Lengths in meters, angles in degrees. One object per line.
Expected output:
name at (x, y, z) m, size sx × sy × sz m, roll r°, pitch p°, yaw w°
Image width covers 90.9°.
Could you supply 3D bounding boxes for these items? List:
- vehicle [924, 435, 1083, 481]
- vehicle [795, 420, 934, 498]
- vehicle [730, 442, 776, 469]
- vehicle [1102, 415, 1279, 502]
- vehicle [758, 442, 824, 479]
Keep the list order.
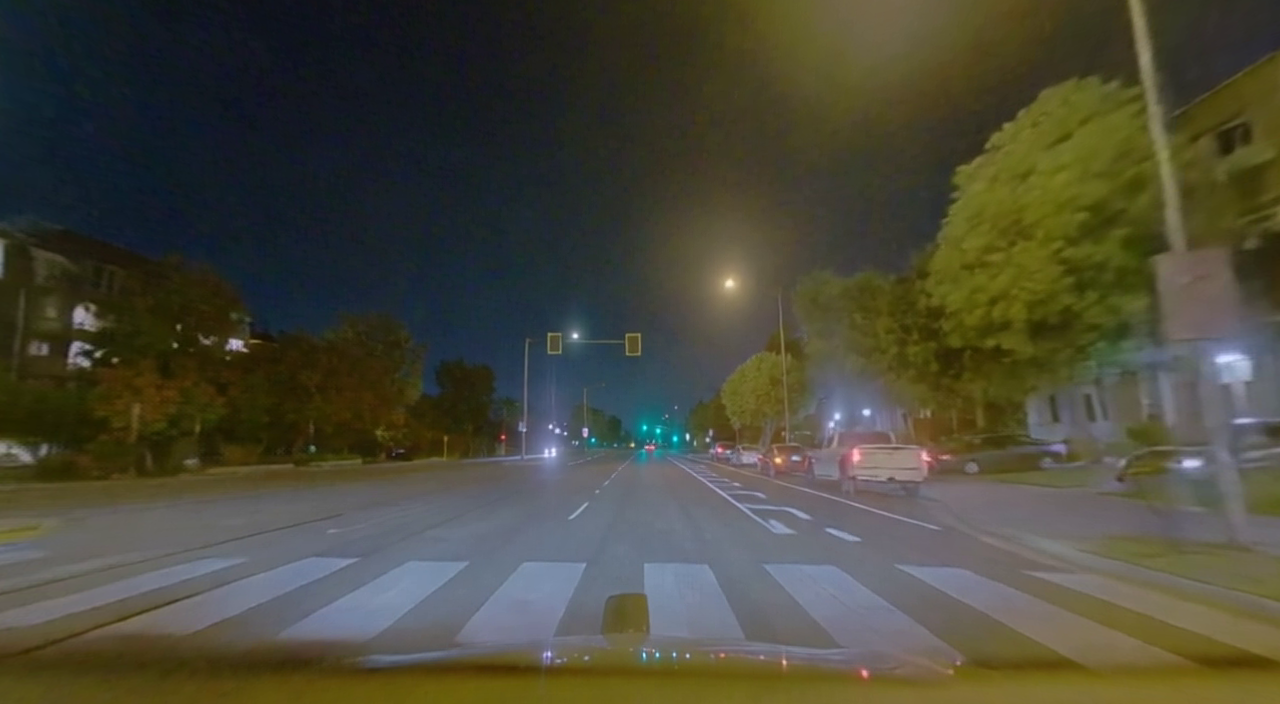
vehicle at (12.313, 3.620, 21.735) m, size 4.452 × 1.459 × 2.001 m, roll -4°, pitch -9°, yaw 23°
vehicle at (6.311, 3.089, 18.505) m, size 2.293 × 1.942 × 5.004 m, roll 0°, pitch -9°, yaw 1°
vehicle at (6.525, 6.011, 36.819) m, size 1.976 × 1.498 × 4.390 m, roll 0°, pitch -9°, yaw 1°
vehicle at (12.269, 2.070, 12.414) m, size 4.585 × 1.564 × 2.078 m, roll -3°, pitch -9°, yaw 19°
vehicle at (6.421, 4.648, 27.381) m, size 1.936 × 1.456 × 4.445 m, roll 0°, pitch -9°, yaw 2°
